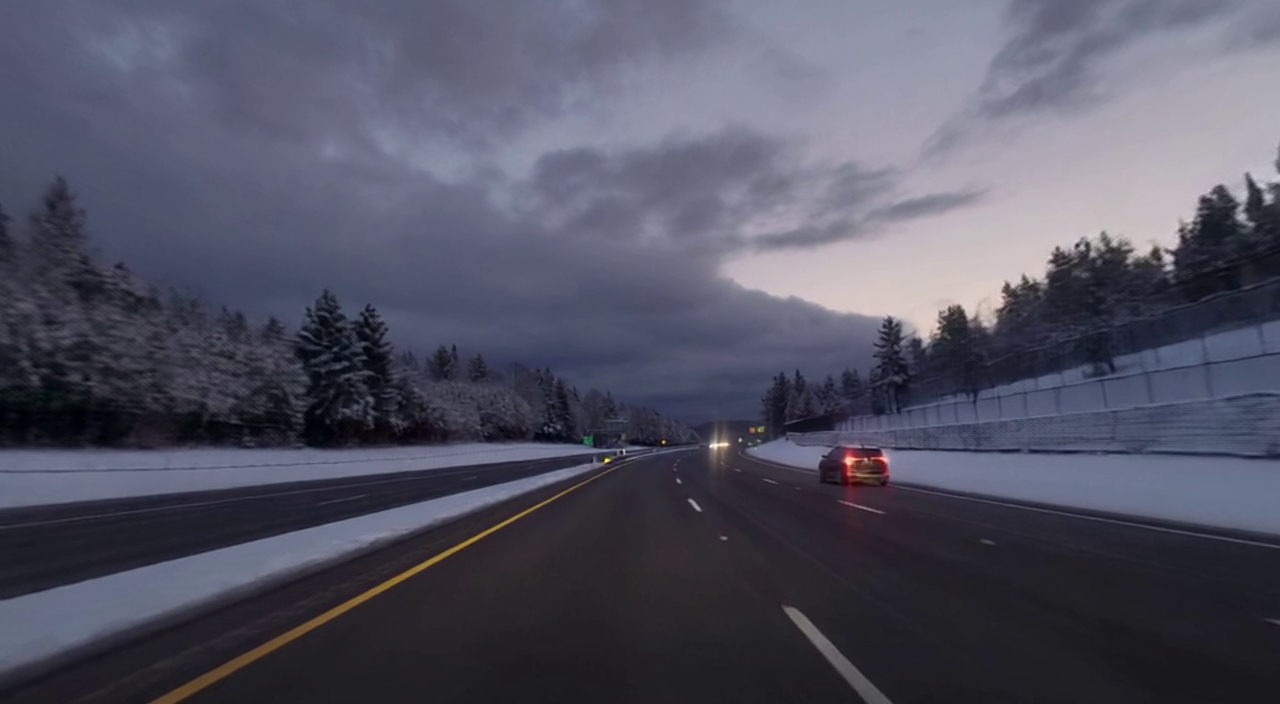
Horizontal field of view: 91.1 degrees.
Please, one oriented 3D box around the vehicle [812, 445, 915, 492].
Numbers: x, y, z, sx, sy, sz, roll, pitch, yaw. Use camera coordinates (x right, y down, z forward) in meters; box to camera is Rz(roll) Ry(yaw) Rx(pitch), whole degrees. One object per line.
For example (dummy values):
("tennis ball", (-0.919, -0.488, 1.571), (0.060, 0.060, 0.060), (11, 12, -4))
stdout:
("vehicle", (7.804, 4.090, 22.461), (1.983, 1.486, 4.545), (-1, -9, 0))
